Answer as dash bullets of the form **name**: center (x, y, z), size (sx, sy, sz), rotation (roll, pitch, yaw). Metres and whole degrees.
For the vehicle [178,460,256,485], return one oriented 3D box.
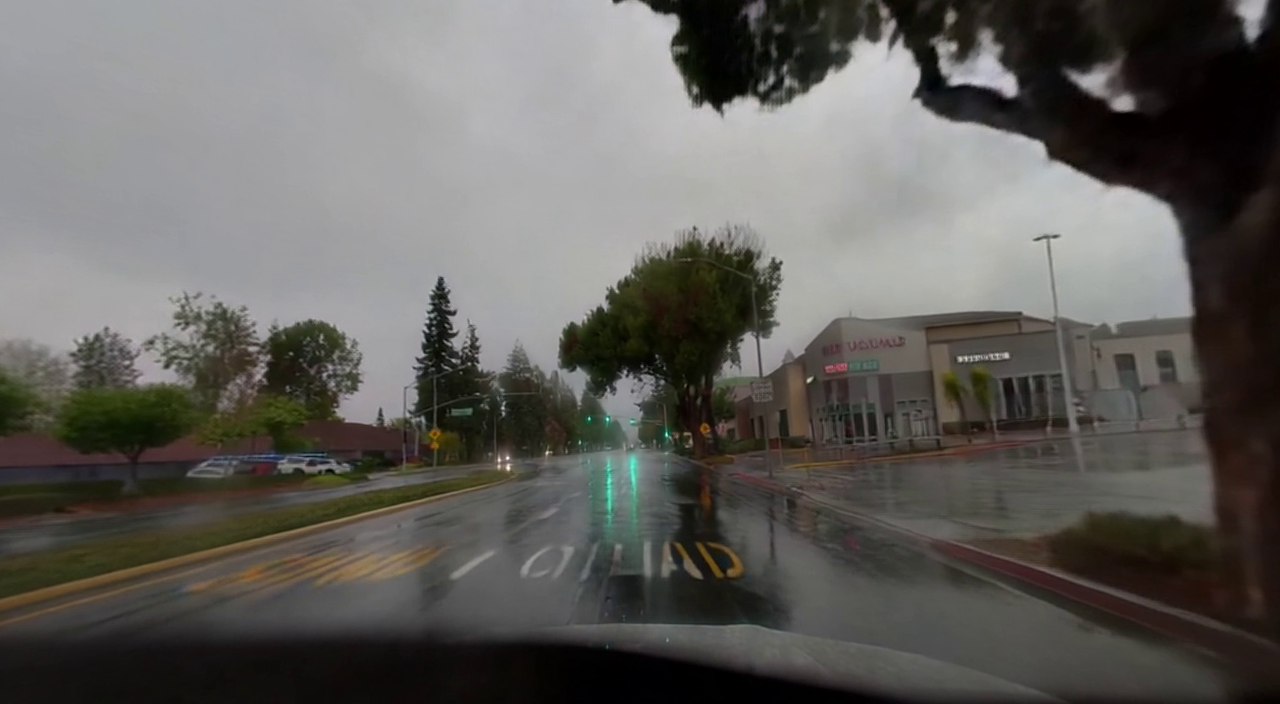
- **vehicle**: center (-27.720, 7.876, 41.209), size (3.797, 1.527, 1.830), rotation (0, -9, 0)

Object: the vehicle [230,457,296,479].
- **vehicle**: center (-28.332, 8.697, 47.239), size (3.664, 1.564, 2.023), rotation (0, -9, 1)
